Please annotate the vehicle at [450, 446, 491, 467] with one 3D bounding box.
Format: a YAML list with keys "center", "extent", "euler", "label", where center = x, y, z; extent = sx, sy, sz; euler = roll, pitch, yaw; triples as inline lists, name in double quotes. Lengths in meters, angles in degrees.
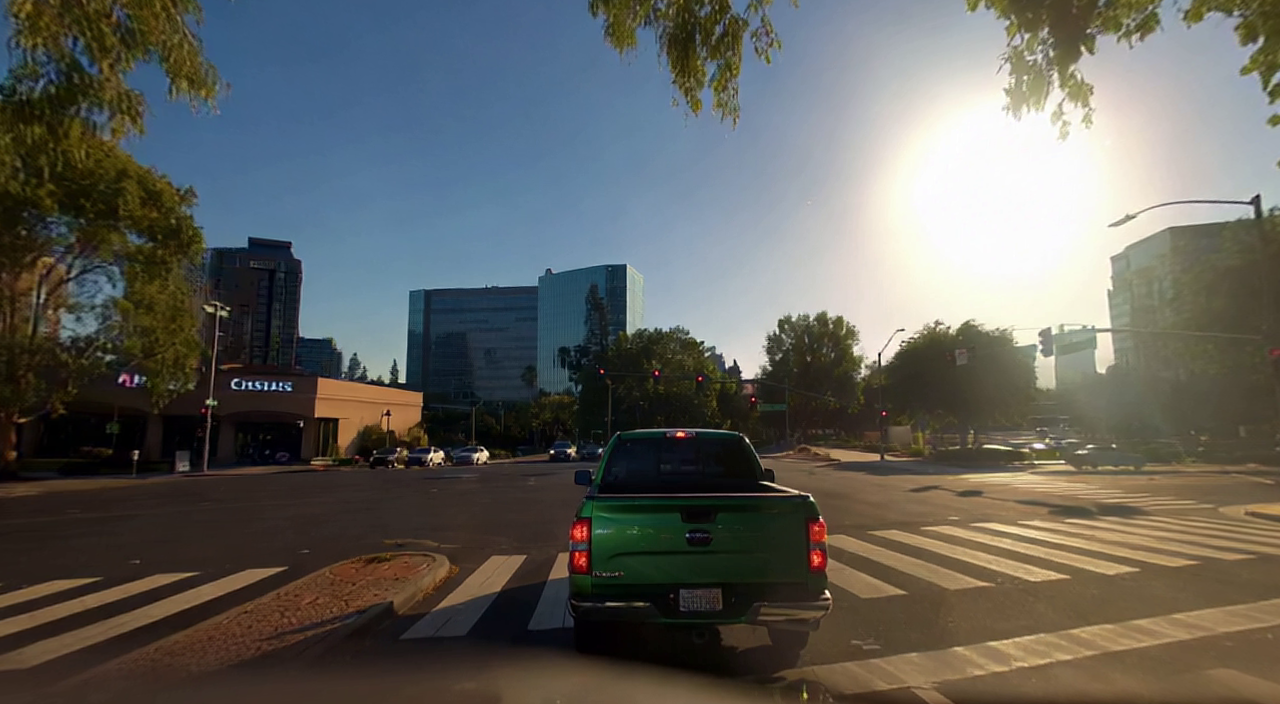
- center: [-12.603, 7.760, 47.089]
  extent: [1.946, 1.474, 4.008]
  euler: [0, -9, 0]
  label: "vehicle"

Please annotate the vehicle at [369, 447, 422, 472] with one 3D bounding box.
- center: [-16.247, 7.134, 42.239]
  extent: [1.883, 1.586, 4.297]
  euler: [0, -9, 0]
  label: "vehicle"

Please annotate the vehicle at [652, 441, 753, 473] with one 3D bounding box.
- center: [3.045, 5.173, 31.346]
  extent: [4.658, 1.478, 1.946]
  euler: [-6, -11, 36]
  label: "vehicle"

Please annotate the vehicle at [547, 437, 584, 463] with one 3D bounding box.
- center: [-5.757, 7.663, 49.563]
  extent: [2.289, 1.927, 5.667]
  euler: [0, -8, -1]
  label: "vehicle"

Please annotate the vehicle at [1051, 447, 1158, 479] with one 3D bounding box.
- center: [23.092, 5.464, 31.434]
  extent: [4.522, 1.460, 2.097]
  euler: [3, -9, -21]
  label: "vehicle"
